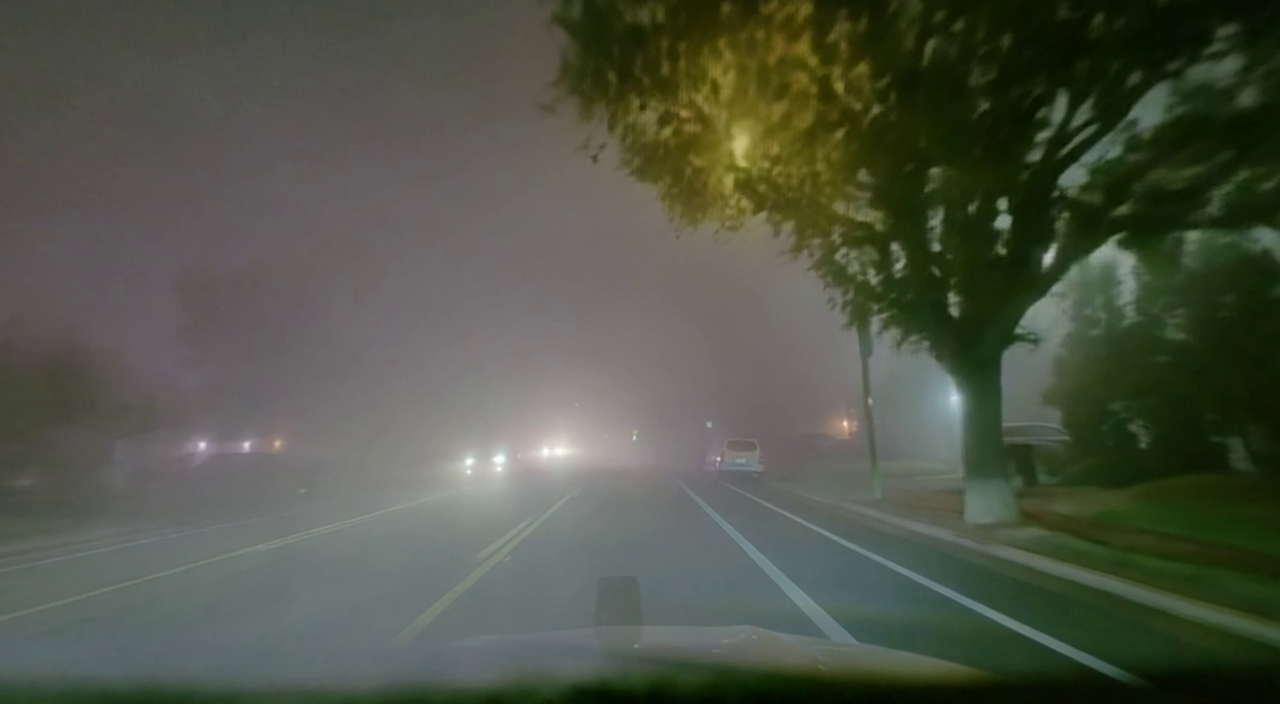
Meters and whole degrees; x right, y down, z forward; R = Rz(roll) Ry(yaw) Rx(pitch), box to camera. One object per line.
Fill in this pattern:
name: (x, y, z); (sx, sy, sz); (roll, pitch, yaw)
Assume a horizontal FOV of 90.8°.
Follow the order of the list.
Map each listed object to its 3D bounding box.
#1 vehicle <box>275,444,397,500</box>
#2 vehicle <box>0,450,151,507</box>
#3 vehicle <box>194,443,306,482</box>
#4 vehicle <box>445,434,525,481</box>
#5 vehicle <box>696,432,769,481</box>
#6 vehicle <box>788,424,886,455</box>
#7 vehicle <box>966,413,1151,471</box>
vehicle: (-11.066, 4.359, 23.487); (2.293, 1.836, 4.586); (0, -8, -1)
vehicle: (-18.840, 4.047, 20.515); (4.179, 1.700, 2.105); (0, -8, 3)
vehicle: (-20.218, 5.726, 32.887); (4.398, 1.902, 2.043); (0, -8, 1)
vehicle: (-6.686, 4.597, 27.892); (2.294, 1.831, 5.199); (0, -8, -1)
vehicle: (3.689, 4.276, 26.263); (2.176, 1.793, 5.534); (0, -8, 0)
vehicle: (12.620, 5.682, 40.870); (5.437, 1.931, 2.837); (0, -8, 1)
vehicle: (13.023, 2.831, 19.900); (4.360, 1.692, 2.011); (0, -8, -1)
